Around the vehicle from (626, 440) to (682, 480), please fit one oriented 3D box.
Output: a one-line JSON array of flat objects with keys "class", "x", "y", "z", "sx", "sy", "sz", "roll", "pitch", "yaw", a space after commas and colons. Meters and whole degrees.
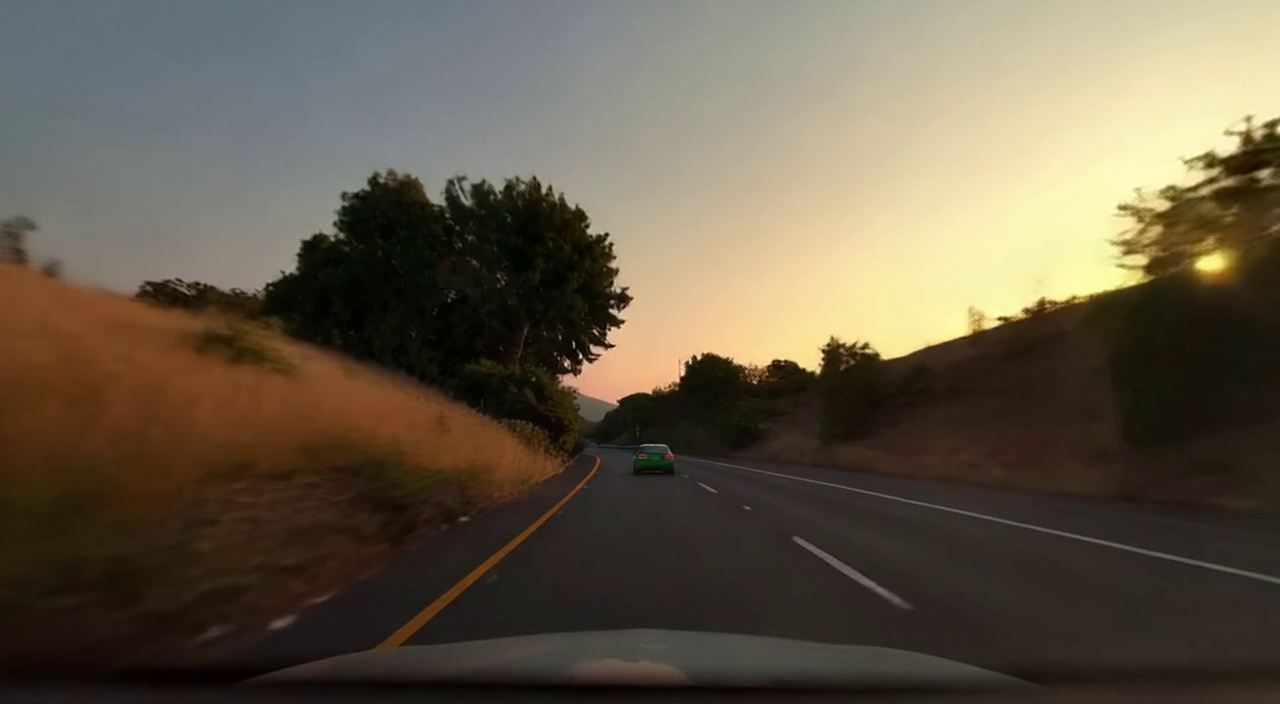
[{"class": "vehicle", "x": 0.497, "y": 4.416, "z": 26.105, "sx": 2.029, "sy": 1.474, "sz": 4.183, "roll": 0, "pitch": -8, "yaw": -2}]
